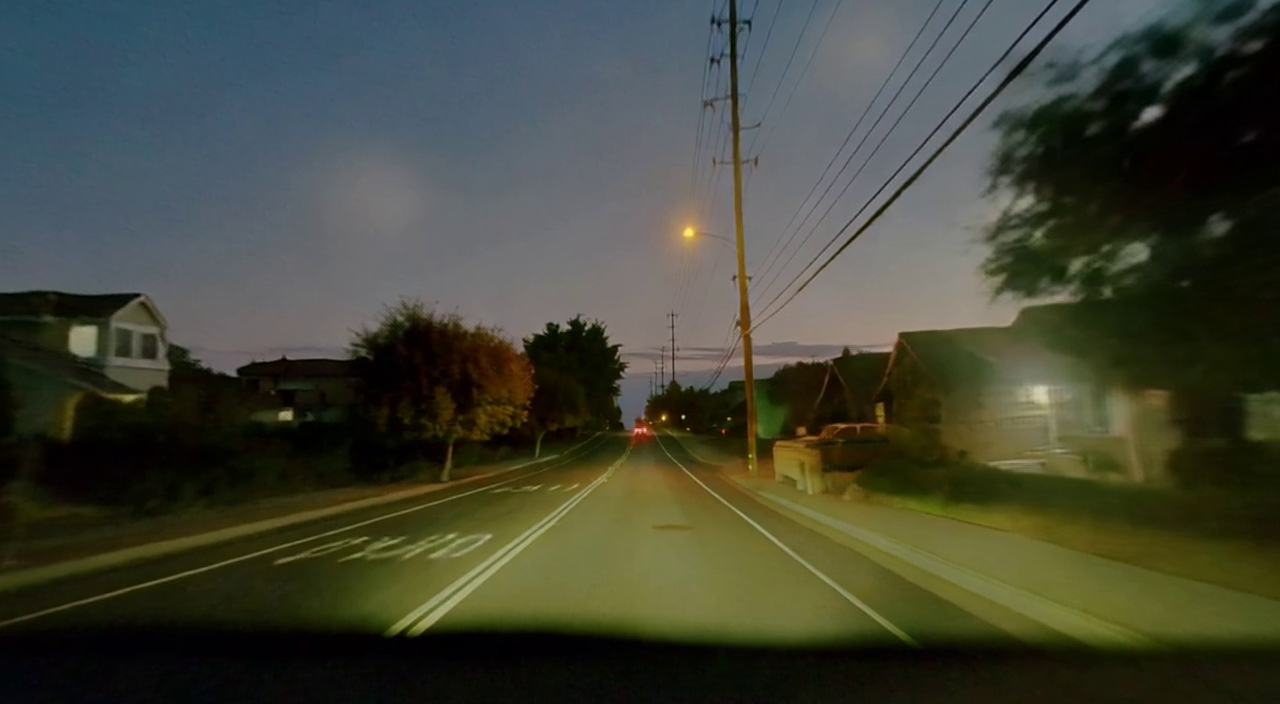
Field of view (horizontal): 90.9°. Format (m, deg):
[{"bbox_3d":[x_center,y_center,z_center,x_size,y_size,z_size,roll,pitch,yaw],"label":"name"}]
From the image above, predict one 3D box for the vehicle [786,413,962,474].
[{"bbox_3d":[9.332,3.680,25.604,6.133,2.254,2.383,-1,-8,-1],"label":"vehicle"}]
